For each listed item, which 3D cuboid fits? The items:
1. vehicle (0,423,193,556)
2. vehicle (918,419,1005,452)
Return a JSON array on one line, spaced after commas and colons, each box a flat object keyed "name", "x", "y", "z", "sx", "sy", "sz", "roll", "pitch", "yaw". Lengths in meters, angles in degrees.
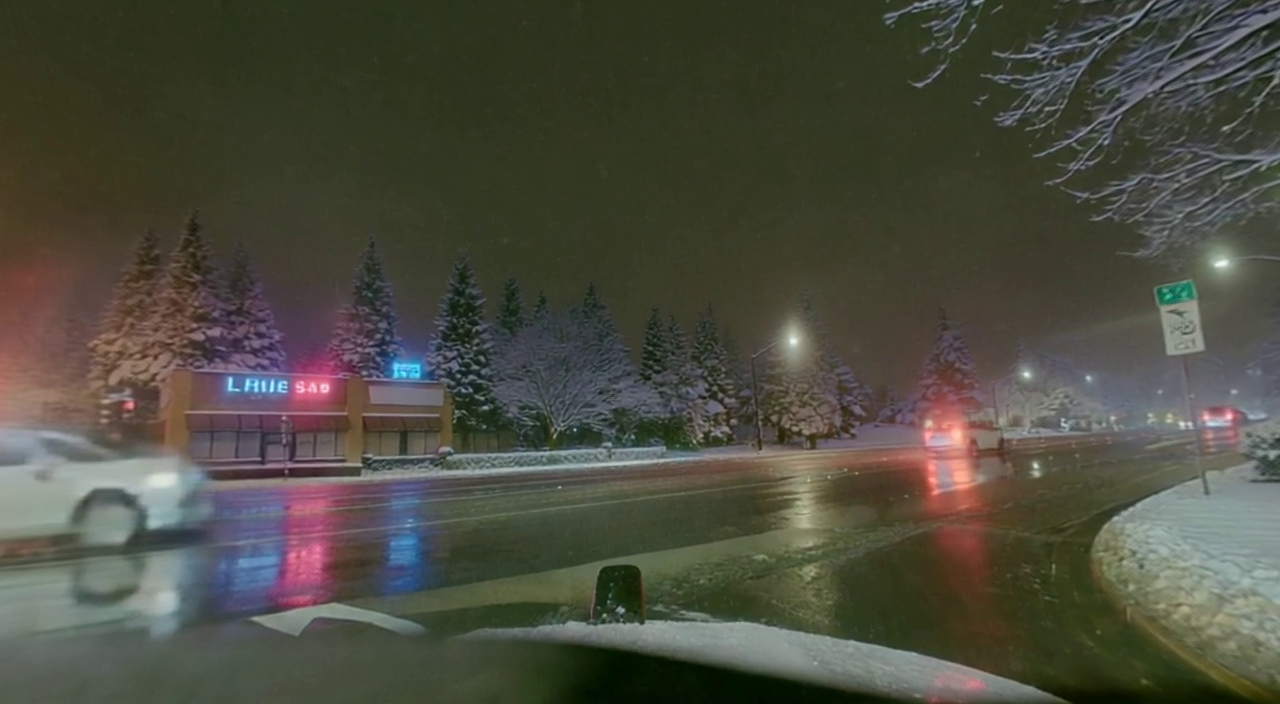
[{"name": "vehicle", "x": -8.311, "y": 1.698, "z": 7.974, "sx": 4.182, "sy": 1.536, "sz": 1.885, "roll": 6, "pitch": -11, "yaw": -37}, {"name": "vehicle", "x": 15.578, "y": 4.053, "z": 30.506, "sx": 4.442, "sy": 1.458, "sz": 1.902, "roll": 6, "pitch": -11, "yaw": -37}]
